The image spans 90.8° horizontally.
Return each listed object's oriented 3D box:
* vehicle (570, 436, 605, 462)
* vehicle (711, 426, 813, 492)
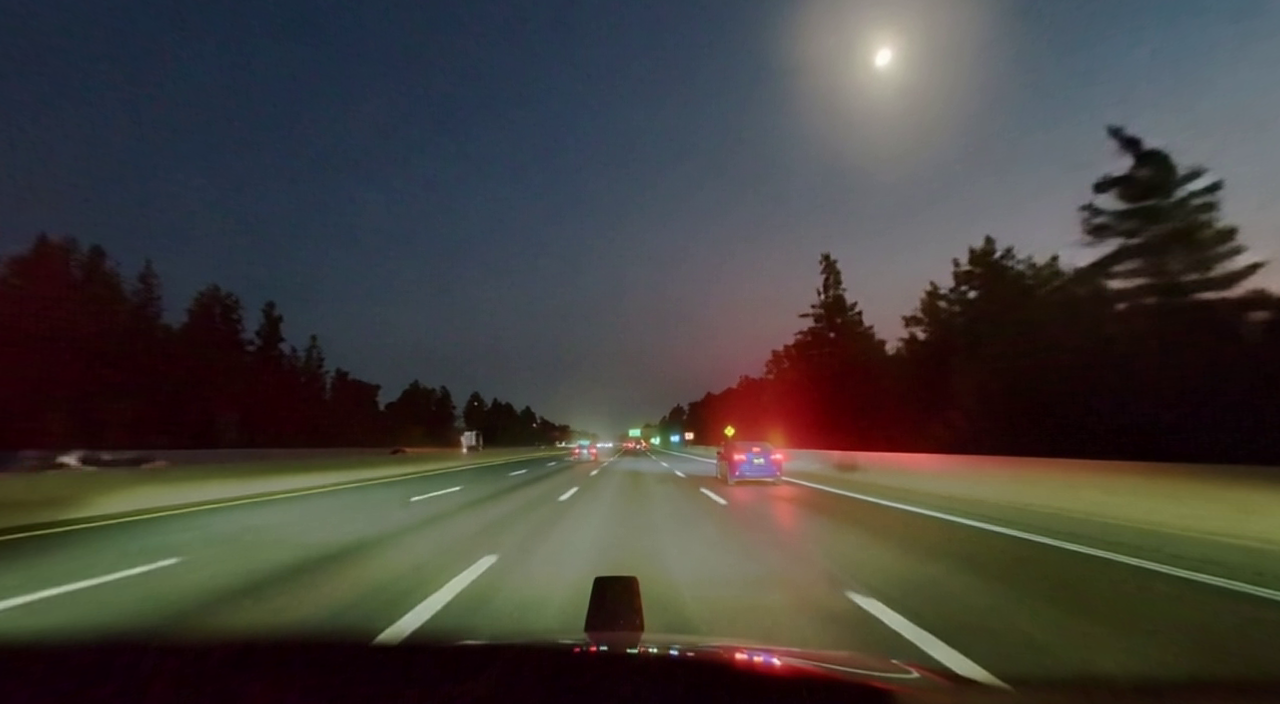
[{"bbox_3d":[-3.818,7.090,46.320,2.173,1.793,4.564,0,-9,0],"label":"vehicle"},{"bbox_3d":[3.397,3.099,18.515,2.053,1.714,4.097,0,-9,-2],"label":"vehicle"}]
